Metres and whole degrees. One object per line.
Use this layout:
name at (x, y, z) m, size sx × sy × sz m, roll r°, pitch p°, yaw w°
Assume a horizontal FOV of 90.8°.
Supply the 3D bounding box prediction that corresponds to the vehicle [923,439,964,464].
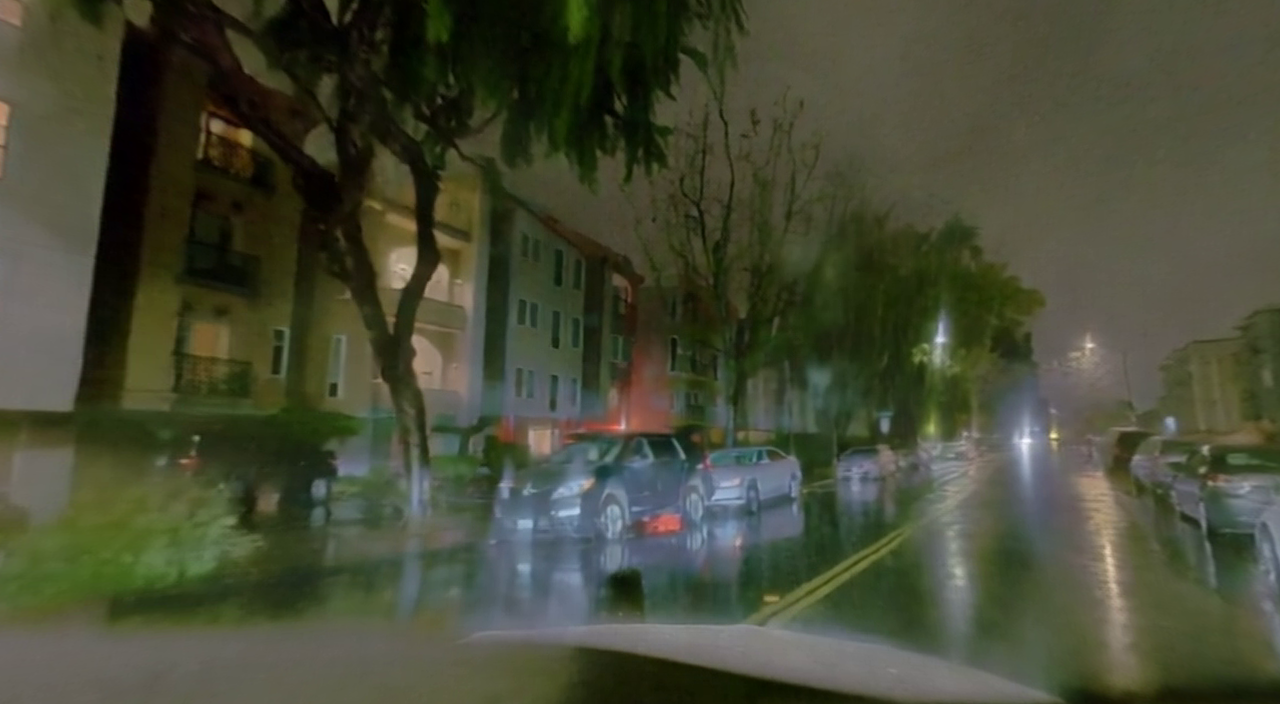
vehicle at (20.229, 6.581, 41.999) m, size 1.939 × 1.513 × 4.401 m, roll -5°, pitch -10°, yaw 31°

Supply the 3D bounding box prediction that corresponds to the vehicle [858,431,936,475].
vehicle at (12.366, 4.752, 30.158) m, size 2.229 × 1.869 × 5.791 m, roll -7°, pitch -10°, yaw 33°

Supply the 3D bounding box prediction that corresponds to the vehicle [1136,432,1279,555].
vehicle at (9.001, 1.944, 9.302) m, size 2.084 × 1.441 × 4.402 m, roll -5°, pitch -10°, yaw 31°

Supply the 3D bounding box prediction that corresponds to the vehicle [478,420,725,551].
vehicle at (-0.396, 2.166, 11.008) m, size 1.946 × 1.744 × 4.584 m, roll -5°, pitch -10°, yaw 32°

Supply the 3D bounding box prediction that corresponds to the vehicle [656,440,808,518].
vehicle at (2.384, 2.906, 15.174) m, size 1.902 × 1.478 × 4.696 m, roll -6°, pitch -9°, yaw 30°

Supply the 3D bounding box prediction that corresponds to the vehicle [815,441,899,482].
vehicle at (8.649, 4.270, 24.947) m, size 1.921 × 1.463 × 4.313 m, roll -6°, pitch -10°, yaw 35°

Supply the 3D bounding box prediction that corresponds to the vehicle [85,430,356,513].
vehicle at (-8.734, 2.495, 13.799) m, size 1.812 × 1.458 × 4.714 m, roll -3°, pitch -9°, yaw 19°
